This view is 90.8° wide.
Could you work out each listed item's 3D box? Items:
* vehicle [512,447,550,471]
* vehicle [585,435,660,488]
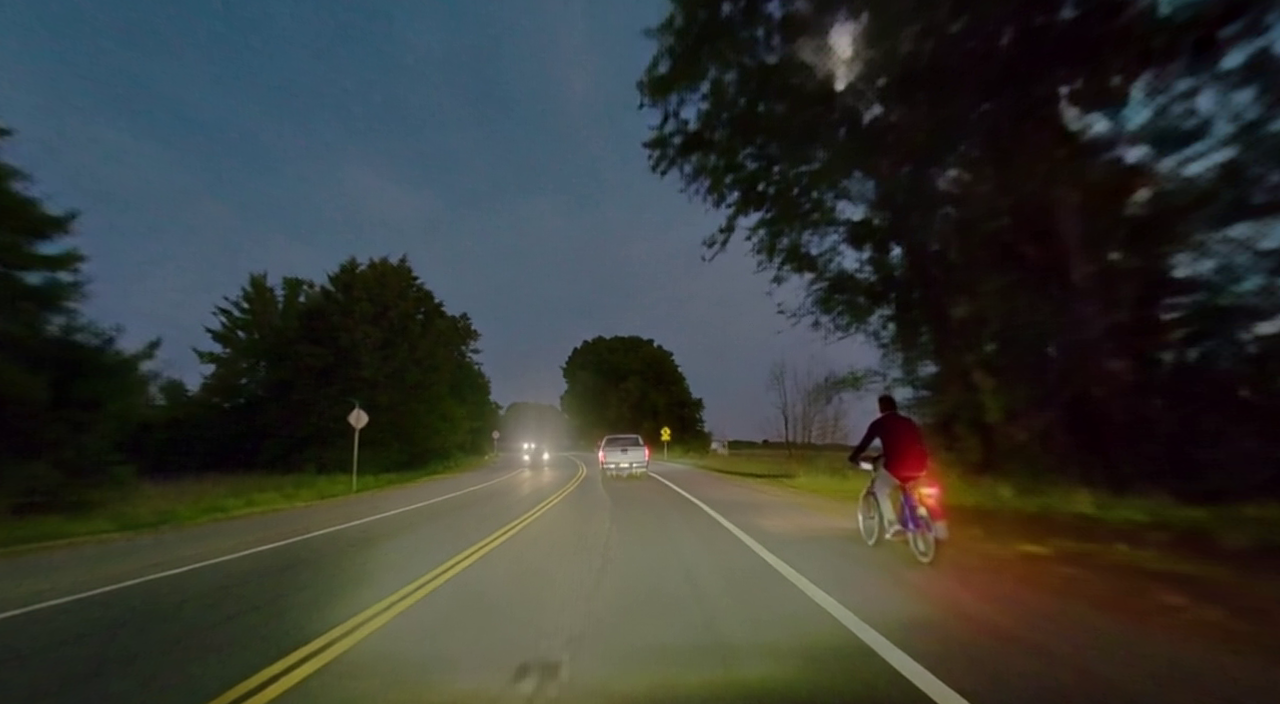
[{"bbox_3d":[-7.381,7.235,43.024,2.198,1.459,4.398,0,-8,-5],"label":"vehicle"},{"bbox_3d":[-0.784,4.242,24.971,2.631,1.798,5.331,0,-8,-4],"label":"vehicle"}]
